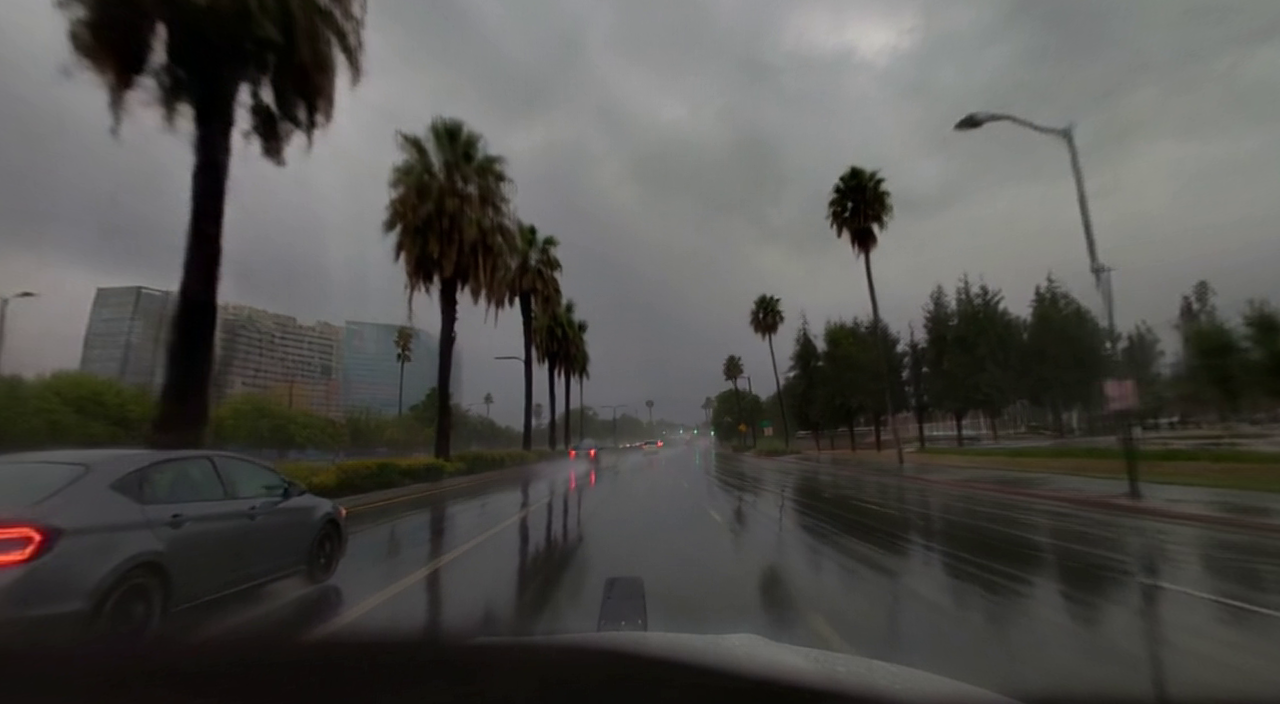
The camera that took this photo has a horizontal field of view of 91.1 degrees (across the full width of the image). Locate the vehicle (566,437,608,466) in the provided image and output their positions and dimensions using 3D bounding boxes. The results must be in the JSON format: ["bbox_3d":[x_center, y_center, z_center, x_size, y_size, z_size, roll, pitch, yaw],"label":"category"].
[{"bbox_3d":[-3.462,6.640,42.080,2.188,1.819,4.667,-1,-8,3],"label":"vehicle"}]

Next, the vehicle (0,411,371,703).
[{"bbox_3d":[-3.802,1.190,3.986,2.036,1.478,4.771,0,-8,0],"label":"vehicle"}]
